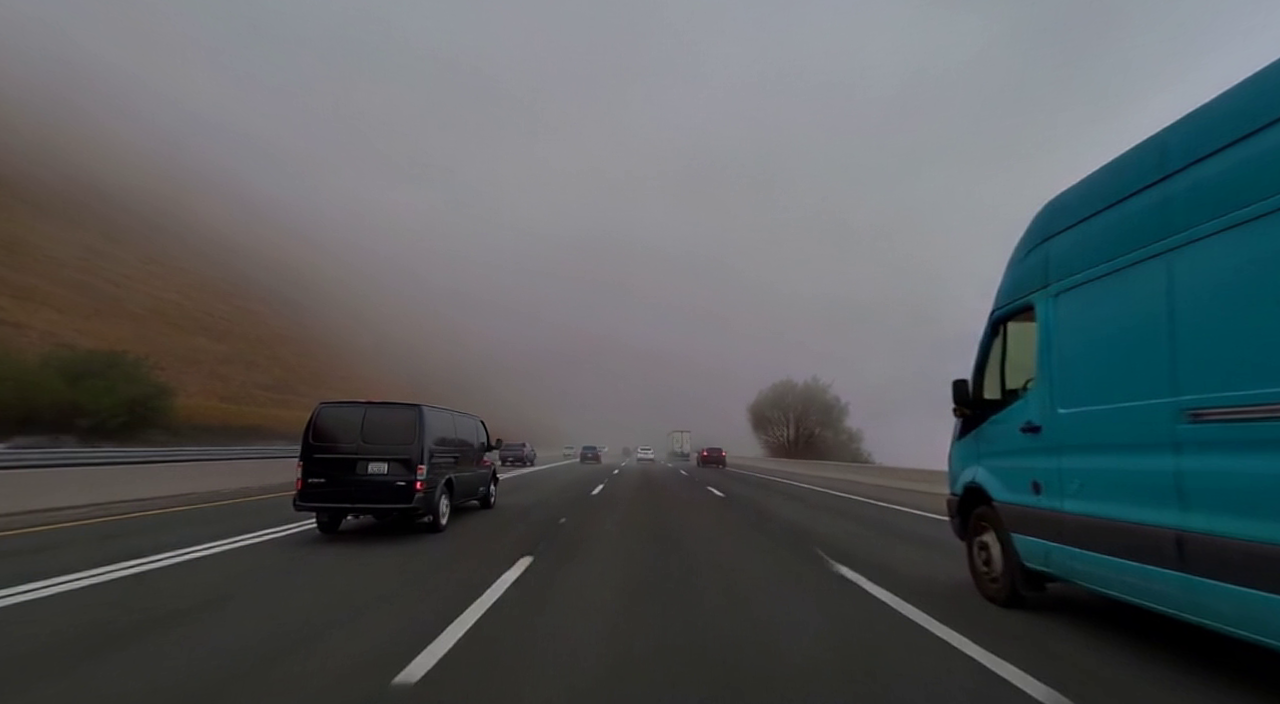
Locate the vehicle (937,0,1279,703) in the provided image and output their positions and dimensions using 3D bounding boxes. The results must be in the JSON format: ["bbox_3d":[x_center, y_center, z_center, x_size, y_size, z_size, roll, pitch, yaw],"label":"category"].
[{"bbox_3d":[4.236,0.000,2.395,2.764,3.260,7.019,0,-9,1],"label":"vehicle"}]

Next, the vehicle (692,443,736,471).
[{"bbox_3d":[4.380,6.279,37.877,2.051,1.598,4.145,0,-9,-1],"label":"vehicle"}]

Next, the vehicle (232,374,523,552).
[{"bbox_3d":[-3.789,1.816,10.768,2.421,2.203,5.775,0,-9,0],"label":"vehicle"}]

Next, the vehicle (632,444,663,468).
[{"bbox_3d":[0.491,7.001,42.613,2.014,1.543,3.804,0,-9,0],"label":"vehicle"}]

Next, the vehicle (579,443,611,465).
[{"bbox_3d":[-3.389,7.811,48.480,2.138,1.581,4.340,0,-9,0],"label":"vehicle"}]
